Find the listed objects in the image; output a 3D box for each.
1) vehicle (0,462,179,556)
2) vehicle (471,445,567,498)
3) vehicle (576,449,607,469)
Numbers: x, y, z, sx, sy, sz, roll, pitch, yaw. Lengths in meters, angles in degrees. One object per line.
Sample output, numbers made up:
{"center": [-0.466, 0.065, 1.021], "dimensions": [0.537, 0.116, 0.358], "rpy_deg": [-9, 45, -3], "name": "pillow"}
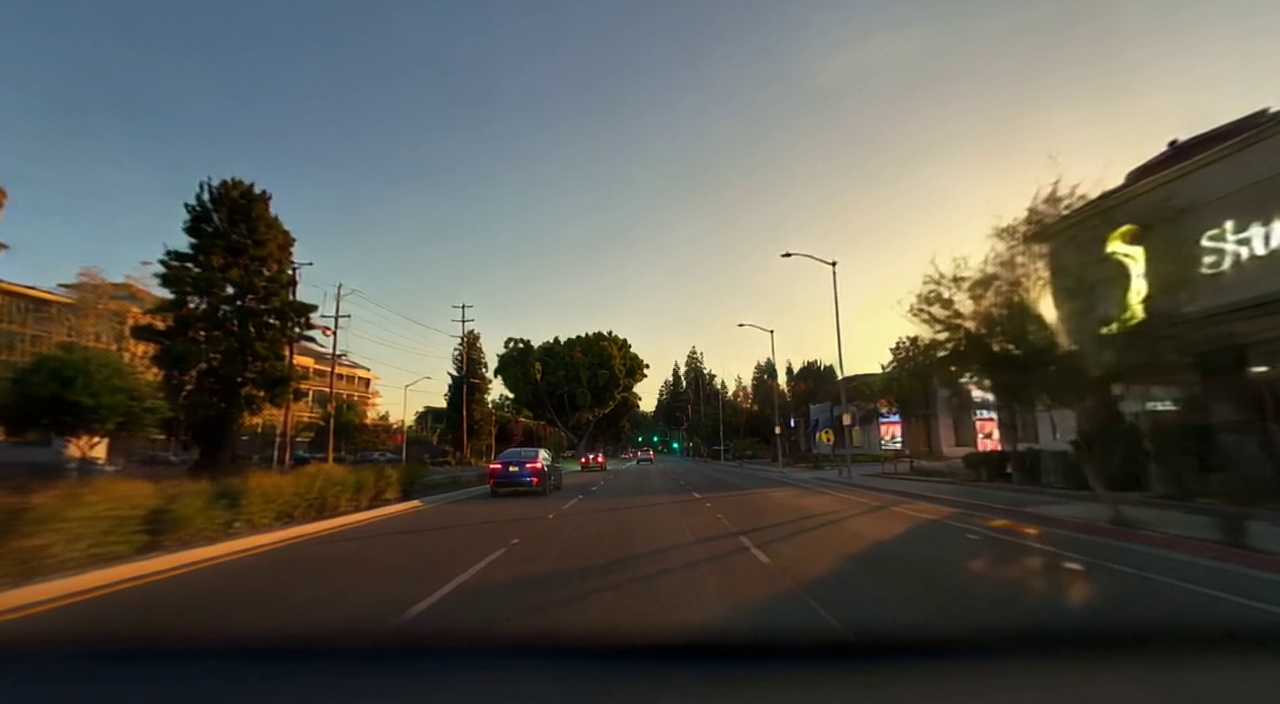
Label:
{"center": [-8.067, 1.842, 7.673], "dimensions": [2.700, 0.905, 2.928], "rpy_deg": [0, -9, -1], "name": "vehicle"}
{"center": [-3.592, 3.634, 19.586], "dimensions": [2.076, 1.444, 4.328], "rpy_deg": [0, -9, 1], "name": "vehicle"}
{"center": [-3.754, 8.435, 49.590], "dimensions": [2.039, 1.479, 4.257], "rpy_deg": [0, -9, 0], "name": "vehicle"}
